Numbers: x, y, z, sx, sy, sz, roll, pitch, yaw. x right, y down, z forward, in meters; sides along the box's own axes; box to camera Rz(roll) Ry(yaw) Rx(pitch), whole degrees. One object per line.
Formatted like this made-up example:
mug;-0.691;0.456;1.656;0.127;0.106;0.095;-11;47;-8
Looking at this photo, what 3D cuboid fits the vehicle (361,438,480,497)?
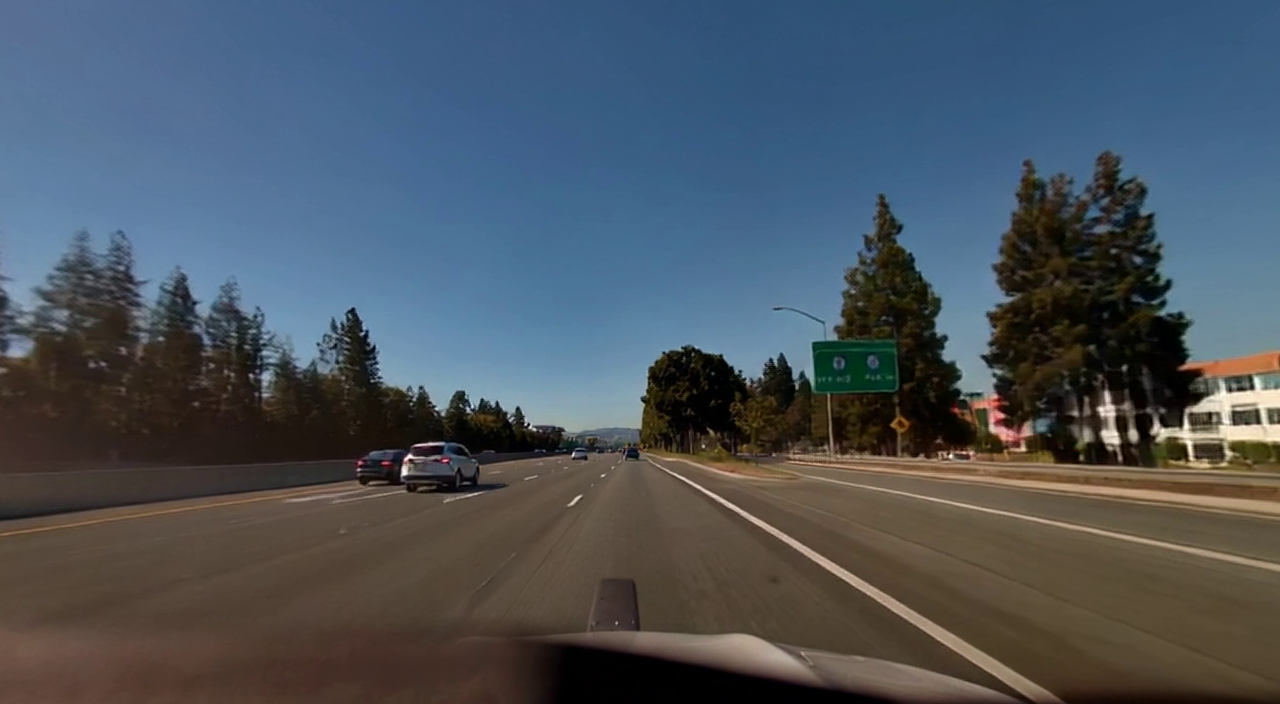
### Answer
vehicle;-6.693;3.572;19.948;2.016;1.606;4.806;0;-9;0
